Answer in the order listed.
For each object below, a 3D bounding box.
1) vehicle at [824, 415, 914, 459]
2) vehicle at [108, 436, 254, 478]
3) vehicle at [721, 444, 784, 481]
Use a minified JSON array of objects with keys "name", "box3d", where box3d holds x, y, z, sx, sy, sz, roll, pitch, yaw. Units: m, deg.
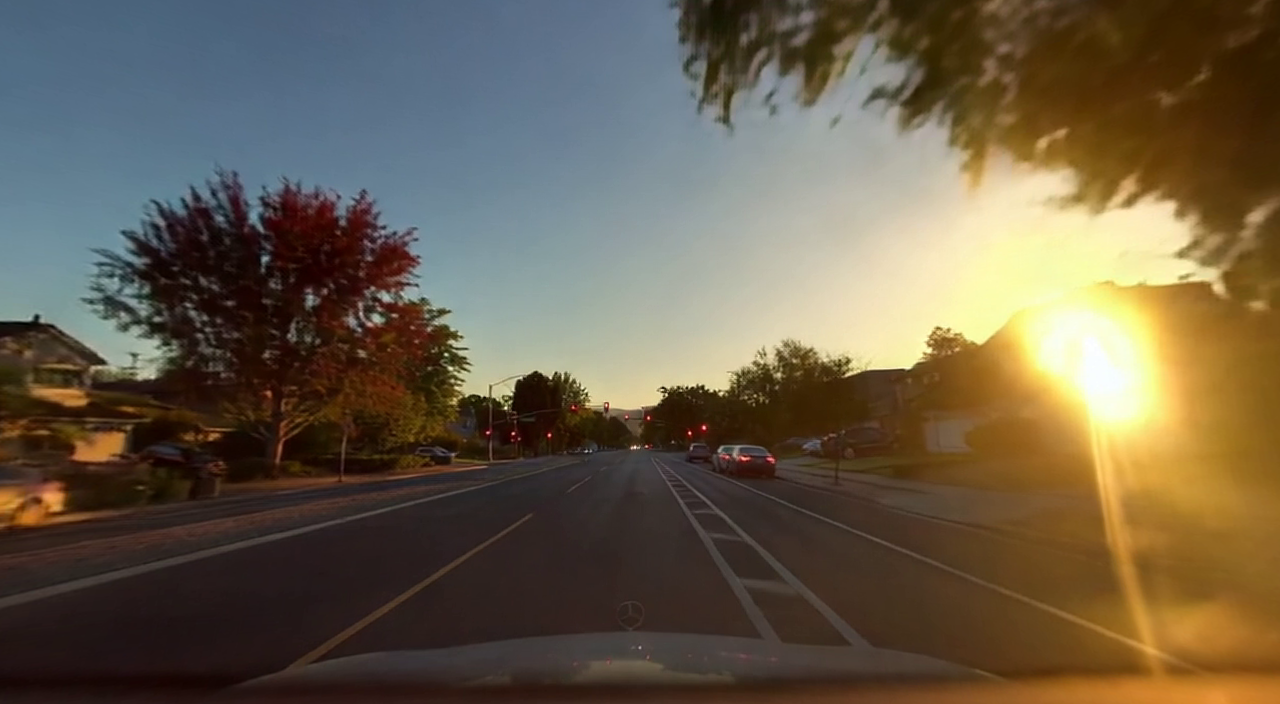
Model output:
[{"name":"vehicle","box3d":[13.529,5.054,37.428,4.284,1.725,1.981,-11,-9,-1]},{"name":"vehicle","box3d":[-20.986,4.814,29.023,4.759,1.824,2.442,0,-8,0]},{"name":"vehicle","box3d":[4.763,4.737,27.381,1.881,1.435,4.525,0,-9,-1]}]
